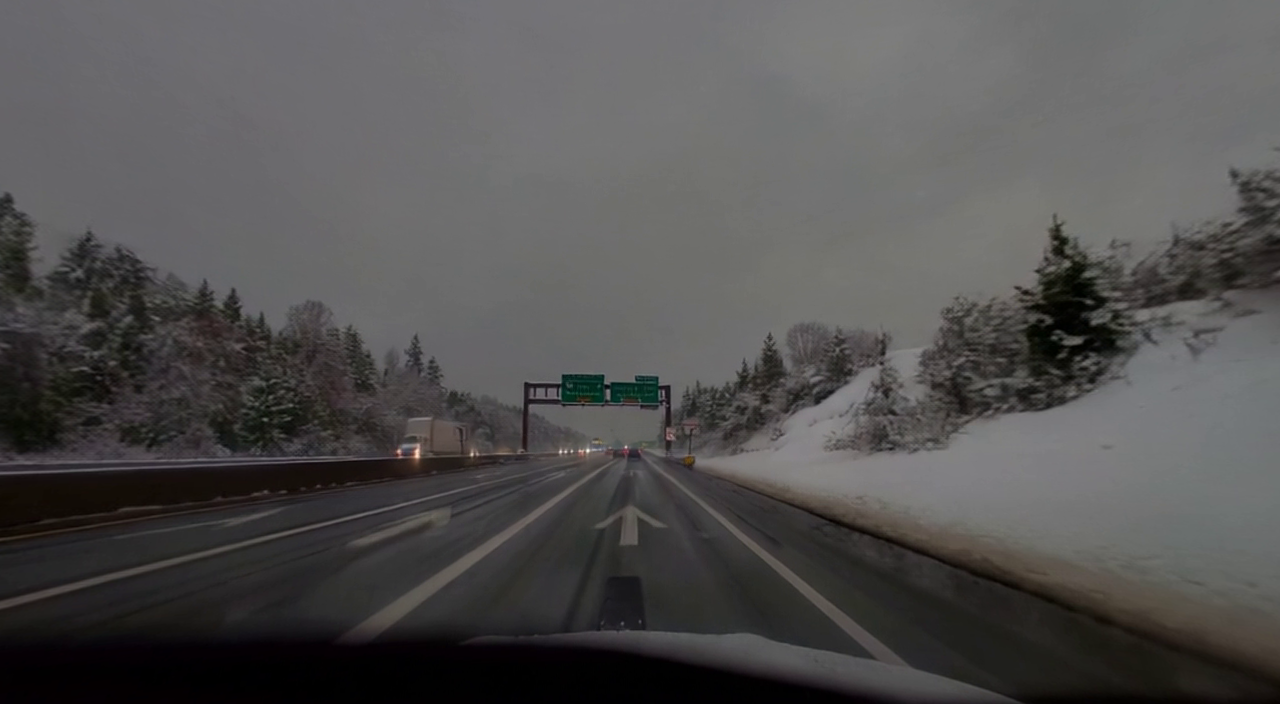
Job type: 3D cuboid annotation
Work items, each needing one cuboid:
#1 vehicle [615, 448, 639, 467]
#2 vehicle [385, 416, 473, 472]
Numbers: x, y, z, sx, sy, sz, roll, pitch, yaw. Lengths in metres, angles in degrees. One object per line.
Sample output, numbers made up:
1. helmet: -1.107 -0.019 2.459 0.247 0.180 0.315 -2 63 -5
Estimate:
1. vehicle: -1.048 8.201 49.179 1.807 1.427 3.645 0 -9 -2
2. vehicle: -15.013 6.771 45.875 2.988 3.568 10.170 0 -9 -1
